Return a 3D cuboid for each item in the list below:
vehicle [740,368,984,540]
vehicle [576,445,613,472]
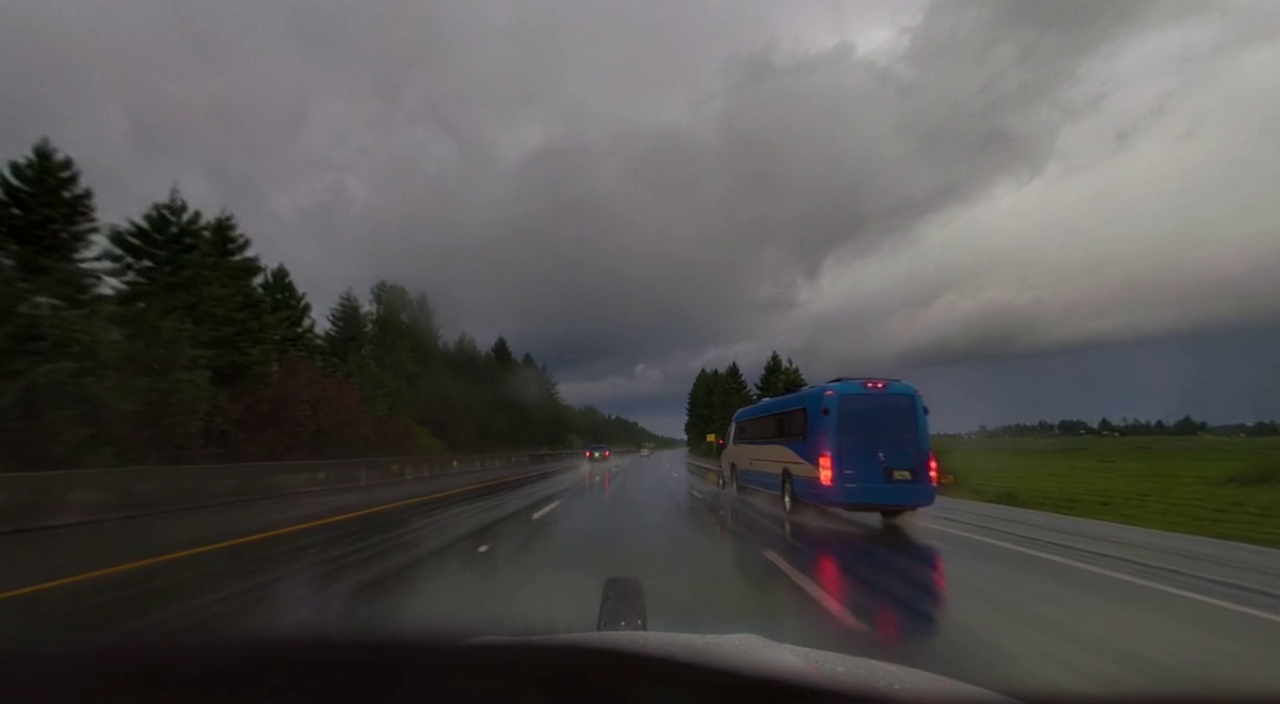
[{"bbox_3d":[3.961,2.074,13.087,2.614,2.655,6.429,0,-9,-1],"label":"vehicle"},{"bbox_3d":[-2.934,7.052,41.878,2.020,1.619,4.690,0,-9,1],"label":"vehicle"}]
